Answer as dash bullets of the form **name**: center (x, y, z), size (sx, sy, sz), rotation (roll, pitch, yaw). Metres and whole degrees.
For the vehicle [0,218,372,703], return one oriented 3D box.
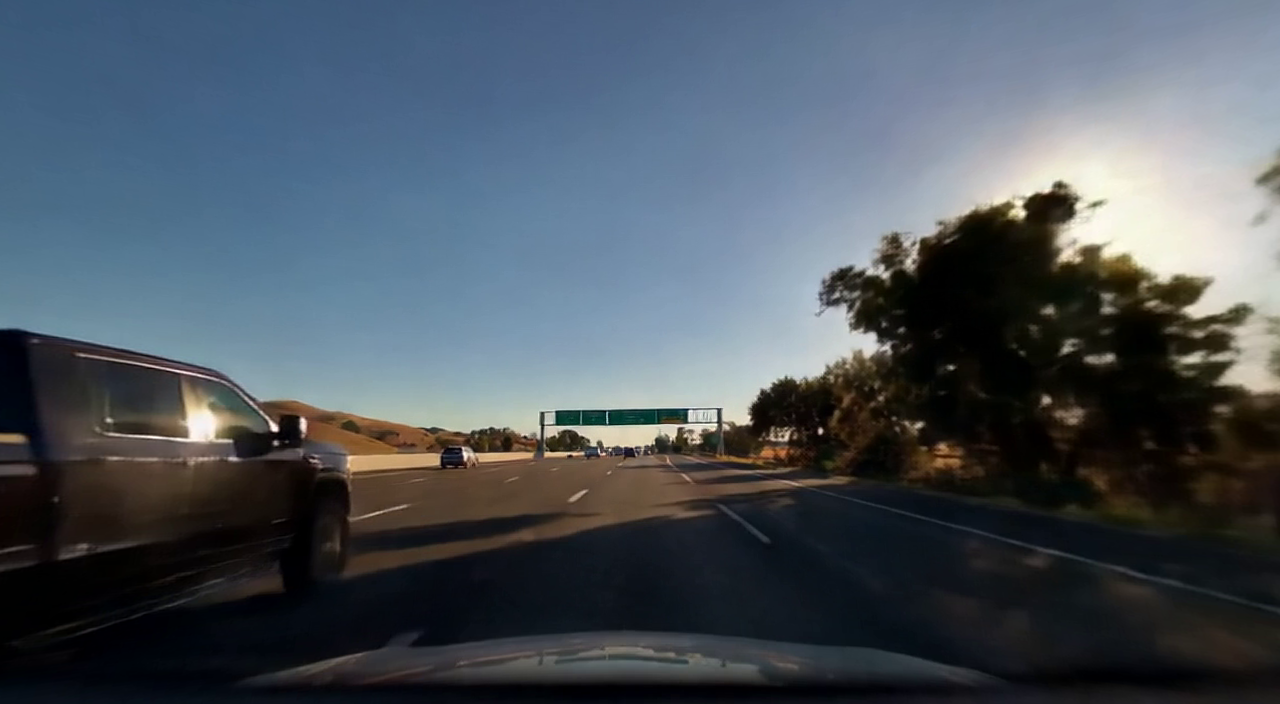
- **vehicle**: center (-3.644, 0.560, 2.279), size (2.601, 2.084, 6.068), rotation (0, -8, 1)

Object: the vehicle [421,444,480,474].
- **vehicle**: center (-10.892, 6.160, 36.584), size (1.957, 1.565, 4.311), rotation (0, -8, 1)
